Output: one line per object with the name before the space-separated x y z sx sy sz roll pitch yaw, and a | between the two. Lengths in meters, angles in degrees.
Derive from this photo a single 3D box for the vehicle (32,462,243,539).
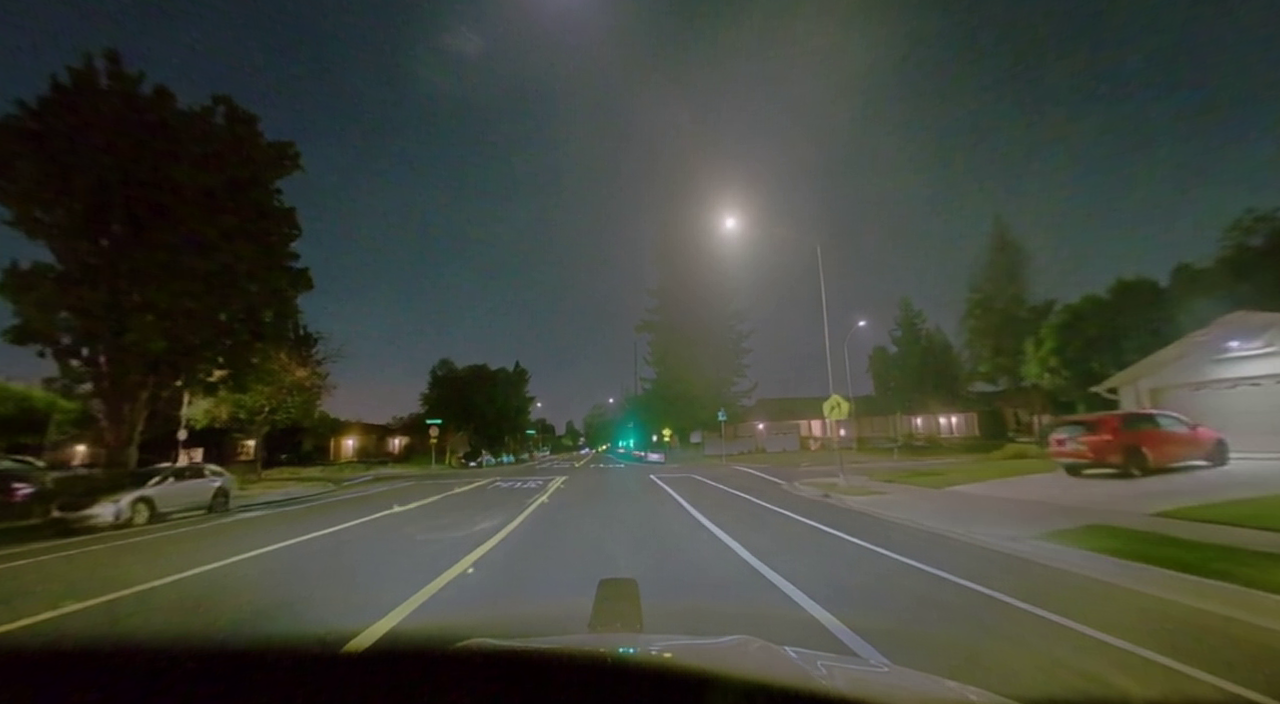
vehicle | -12.039 3.524 15.584 1.870 1.451 4.140 -1 -8 -2

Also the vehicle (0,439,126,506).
vehicle | -19.877 3.852 19.876 5.560 1.892 2.099 -3 -9 0

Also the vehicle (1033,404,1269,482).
vehicle | 11.880 2.127 14.823 4.216 1.634 1.999 2 -9 -13
